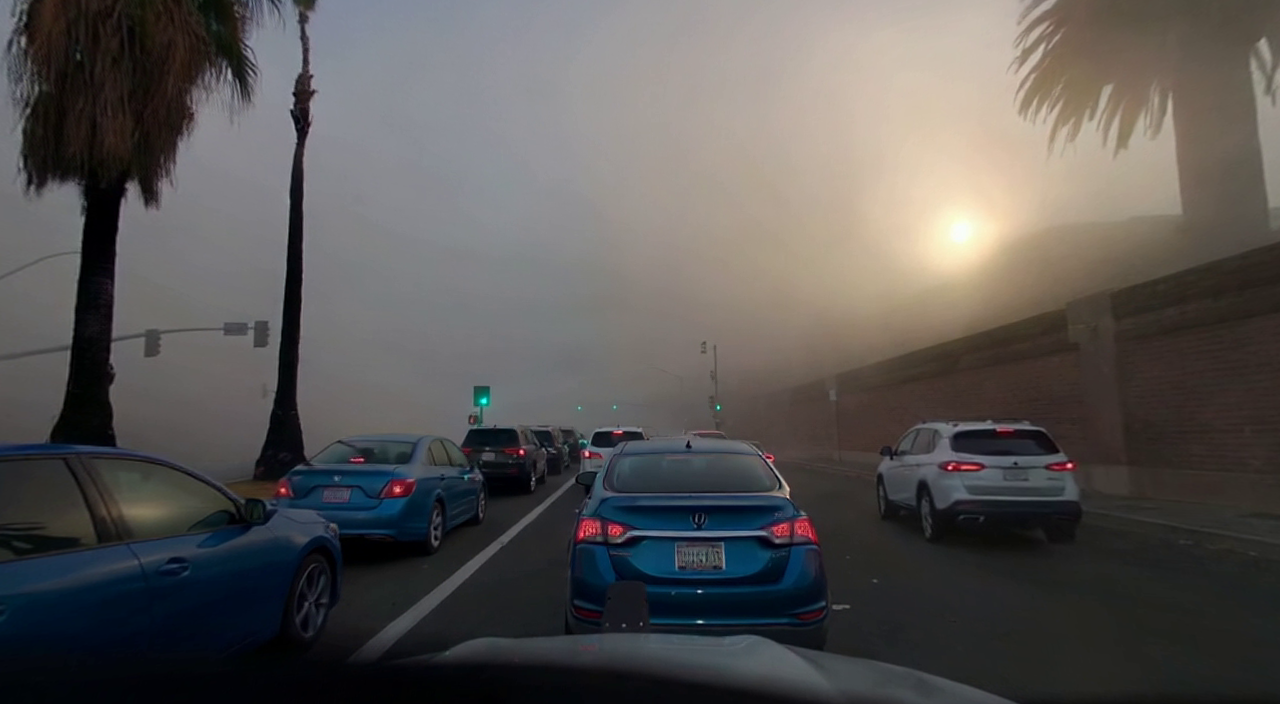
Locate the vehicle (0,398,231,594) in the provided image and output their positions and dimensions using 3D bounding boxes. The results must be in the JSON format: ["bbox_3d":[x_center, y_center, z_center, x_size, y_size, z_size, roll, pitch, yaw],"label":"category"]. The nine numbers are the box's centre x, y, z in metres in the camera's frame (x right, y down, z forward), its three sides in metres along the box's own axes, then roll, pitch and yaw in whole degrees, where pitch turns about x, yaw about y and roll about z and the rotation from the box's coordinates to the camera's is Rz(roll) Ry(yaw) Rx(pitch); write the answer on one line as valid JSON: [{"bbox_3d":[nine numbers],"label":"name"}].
[{"bbox_3d":[-6.676,1.400,6.382,1.963,1.721,4.662,0,-8,-2],"label":"vehicle"}]

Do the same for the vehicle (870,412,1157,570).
[{"bbox_3d":[4.964,1.871,9.283,2.112,1.717,4.432,-2,-9,10],"label":"vehicle"}]

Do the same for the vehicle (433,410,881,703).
[{"bbox_3d":[0.041,1.340,5.193,2.128,1.473,4.272,0,-8,-1],"label":"vehicle"}]

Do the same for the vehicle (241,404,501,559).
[{"bbox_3d":[-3.520,1.783,9.275,2.055,1.746,4.136,0,-8,-1],"label":"vehicle"}]
